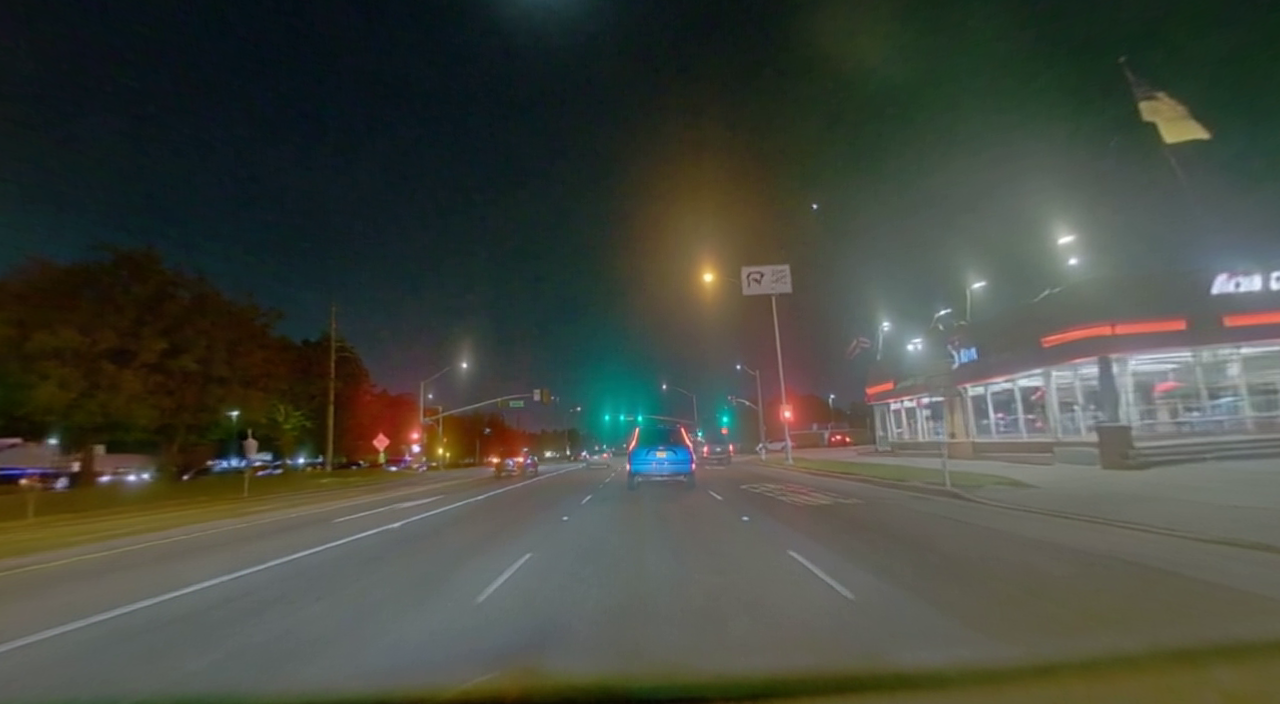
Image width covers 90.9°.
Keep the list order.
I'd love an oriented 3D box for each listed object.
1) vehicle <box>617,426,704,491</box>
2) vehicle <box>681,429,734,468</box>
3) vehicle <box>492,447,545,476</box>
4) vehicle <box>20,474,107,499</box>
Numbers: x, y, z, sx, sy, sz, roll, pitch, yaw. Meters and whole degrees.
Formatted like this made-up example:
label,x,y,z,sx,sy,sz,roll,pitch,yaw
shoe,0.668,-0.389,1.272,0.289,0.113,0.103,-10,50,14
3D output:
label,x,y,z,sx,sy,sz,roll,pitch,yaw
vehicle,0.566,3.499,21.042,2.513,1.854,5.235,0,-8,-1
vehicle,3.919,5.758,37.689,2.452,2.148,5.877,0,-8,-1
vehicle,-6.567,5.939,34.585,1.966,1.461,4.422,0,-8,1
vehicle,-41.005,9.540,45.016,1.792,1.450,4.553,-1,-8,2
